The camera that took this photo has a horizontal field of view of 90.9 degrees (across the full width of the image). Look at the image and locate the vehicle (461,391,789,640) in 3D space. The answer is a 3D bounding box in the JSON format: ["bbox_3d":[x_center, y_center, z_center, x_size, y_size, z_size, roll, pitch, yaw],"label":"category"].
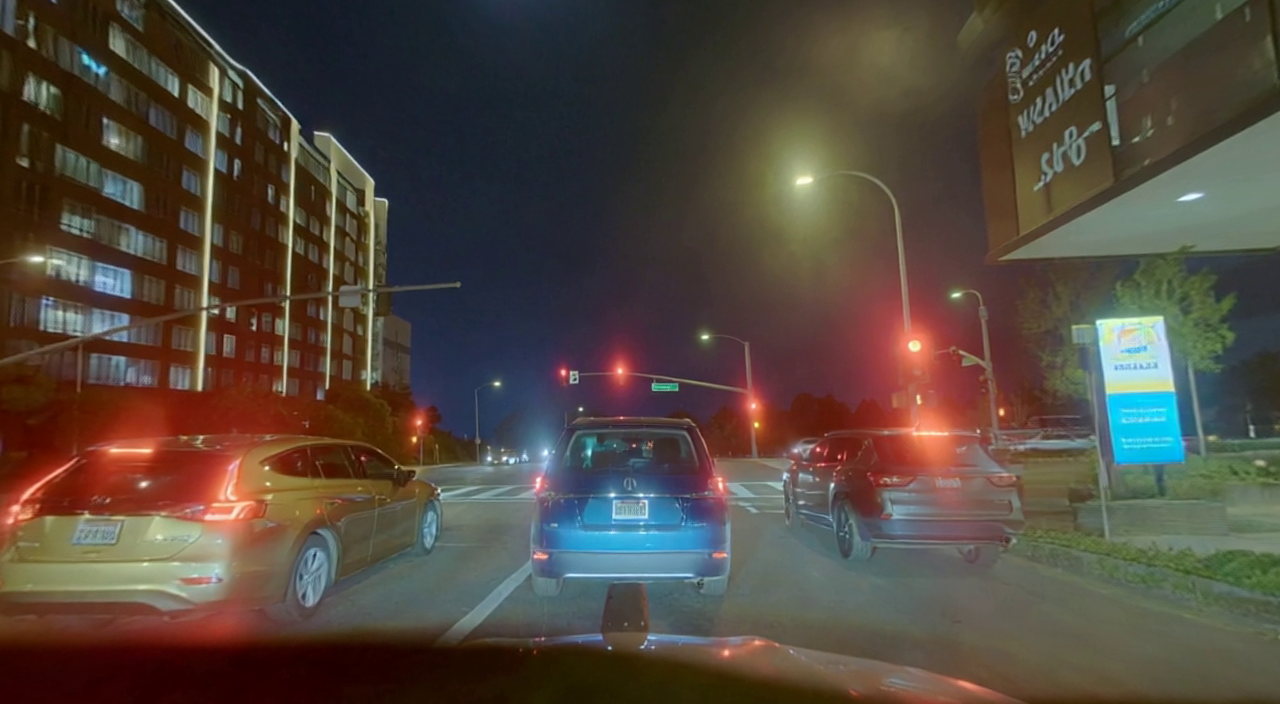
[{"bbox_3d":[-0.114,1.415,6.444,2.195,1.662,4.262,0,-8,0],"label":"vehicle"}]

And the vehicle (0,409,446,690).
[{"bbox_3d":[-3.548,1.426,5.832,1.906,1.524,4.547,0,-8,2],"label":"vehicle"}]

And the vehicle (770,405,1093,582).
[{"bbox_3d":[3.219,1.669,8.260,2.004,1.646,4.554,0,-8,0],"label":"vehicle"}]
